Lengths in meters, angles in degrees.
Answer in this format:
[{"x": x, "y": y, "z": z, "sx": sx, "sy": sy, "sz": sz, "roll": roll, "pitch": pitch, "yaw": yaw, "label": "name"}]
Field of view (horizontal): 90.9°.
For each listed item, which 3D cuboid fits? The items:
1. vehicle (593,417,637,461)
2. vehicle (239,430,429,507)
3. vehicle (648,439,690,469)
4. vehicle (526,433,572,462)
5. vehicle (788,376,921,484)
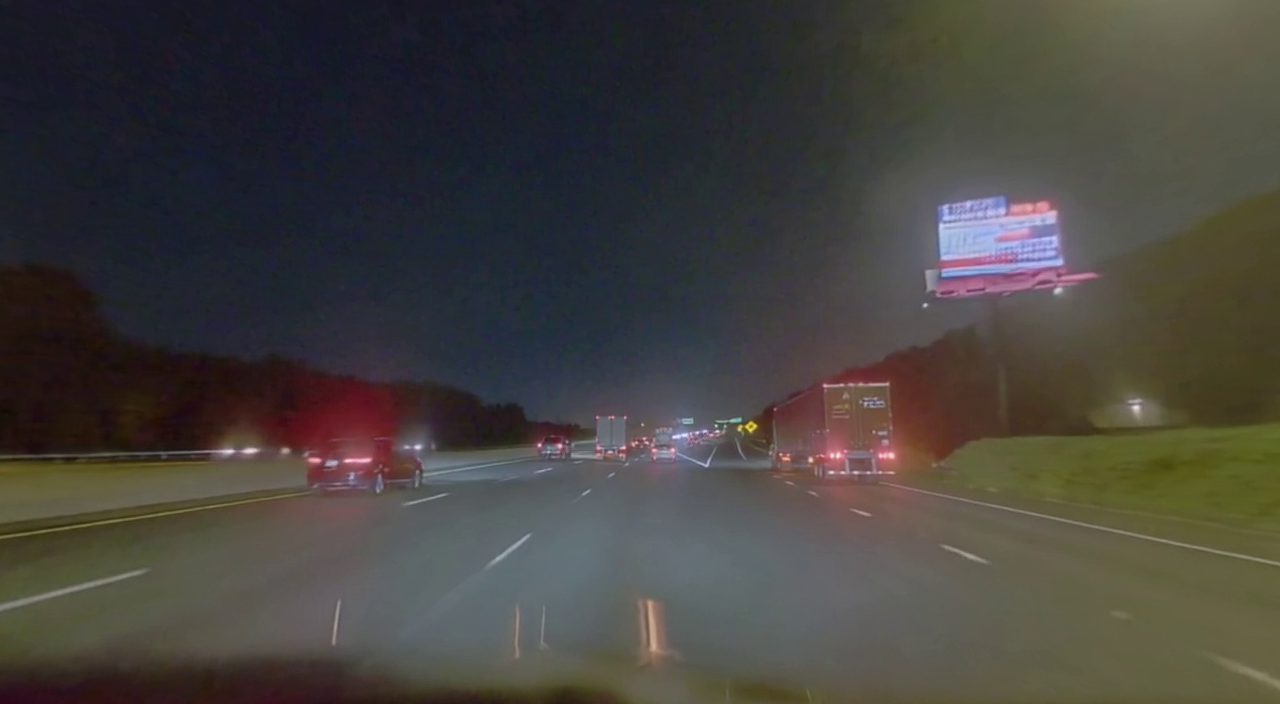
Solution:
[{"x": -1.824, "y": 6.810, "z": 49.278, "sx": 2.745, "sy": 3.156, "sz": 7.608, "roll": 0, "pitch": -8, "yaw": 3, "label": "vehicle"}, {"x": -6.738, "y": 2.612, "z": 14.626, "sx": 1.950, "sy": 1.485, "sz": 4.589, "roll": 0, "pitch": -8, "yaw": 2, "label": "vehicle"}, {"x": 1.509, "y": 5.453, "z": 33.879, "sx": 2.105, "sy": 1.502, "sz": 4.068, "roll": 0, "pitch": -8, "yaw": 1, "label": "vehicle"}, {"x": -6.265, "y": 6.657, "z": 44.065, "sx": 2.272, "sy": 1.850, "sz": 5.156, "roll": 0, "pitch": -8, "yaw": 2, "label": "vehicle"}, {"x": 7.833, "y": 3.080, "z": 24.265, "sx": 2.895, "sy": 3.484, "sz": 7.631, "roll": -1, "pitch": -8, "yaw": 4, "label": "vehicle"}]
